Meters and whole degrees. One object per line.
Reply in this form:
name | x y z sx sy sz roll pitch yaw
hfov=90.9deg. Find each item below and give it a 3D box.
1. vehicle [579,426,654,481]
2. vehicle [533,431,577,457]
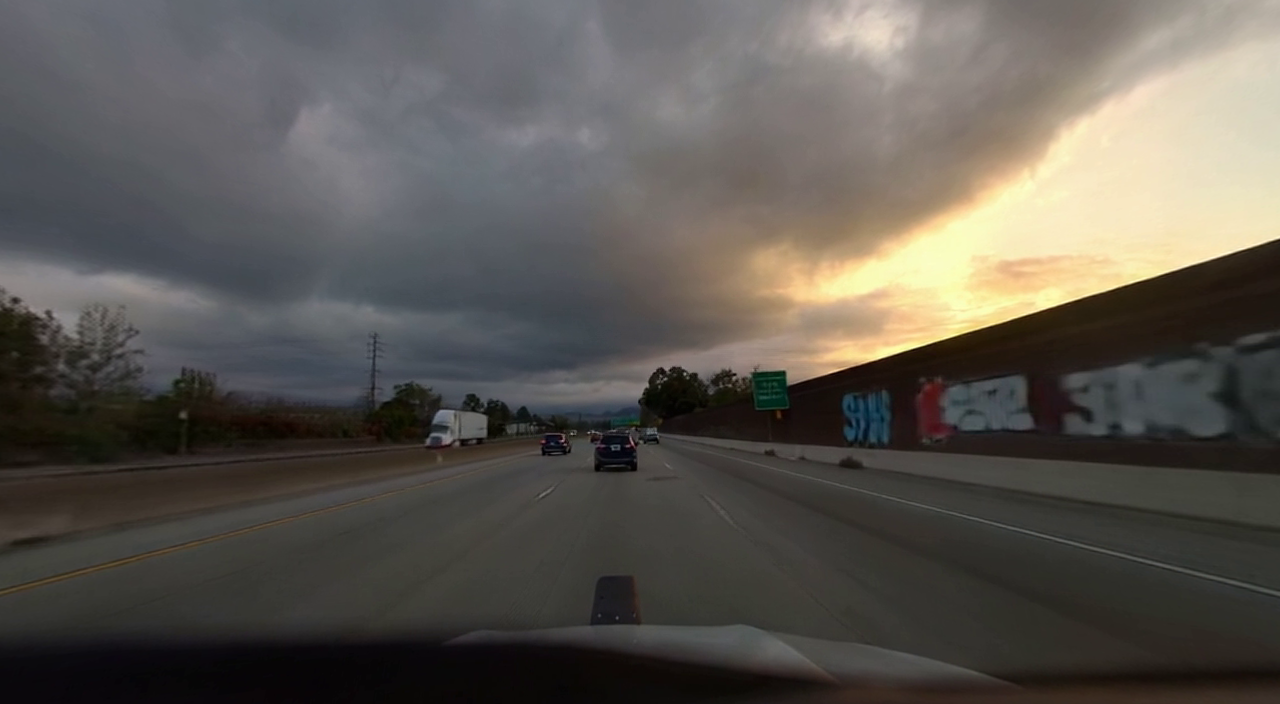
vehicle | -0.685 3.044 19.149 2.044 1.477 3.693 0 -8 -1
vehicle | -4.941 5.448 37.304 2.022 1.440 4.491 0 -8 0
